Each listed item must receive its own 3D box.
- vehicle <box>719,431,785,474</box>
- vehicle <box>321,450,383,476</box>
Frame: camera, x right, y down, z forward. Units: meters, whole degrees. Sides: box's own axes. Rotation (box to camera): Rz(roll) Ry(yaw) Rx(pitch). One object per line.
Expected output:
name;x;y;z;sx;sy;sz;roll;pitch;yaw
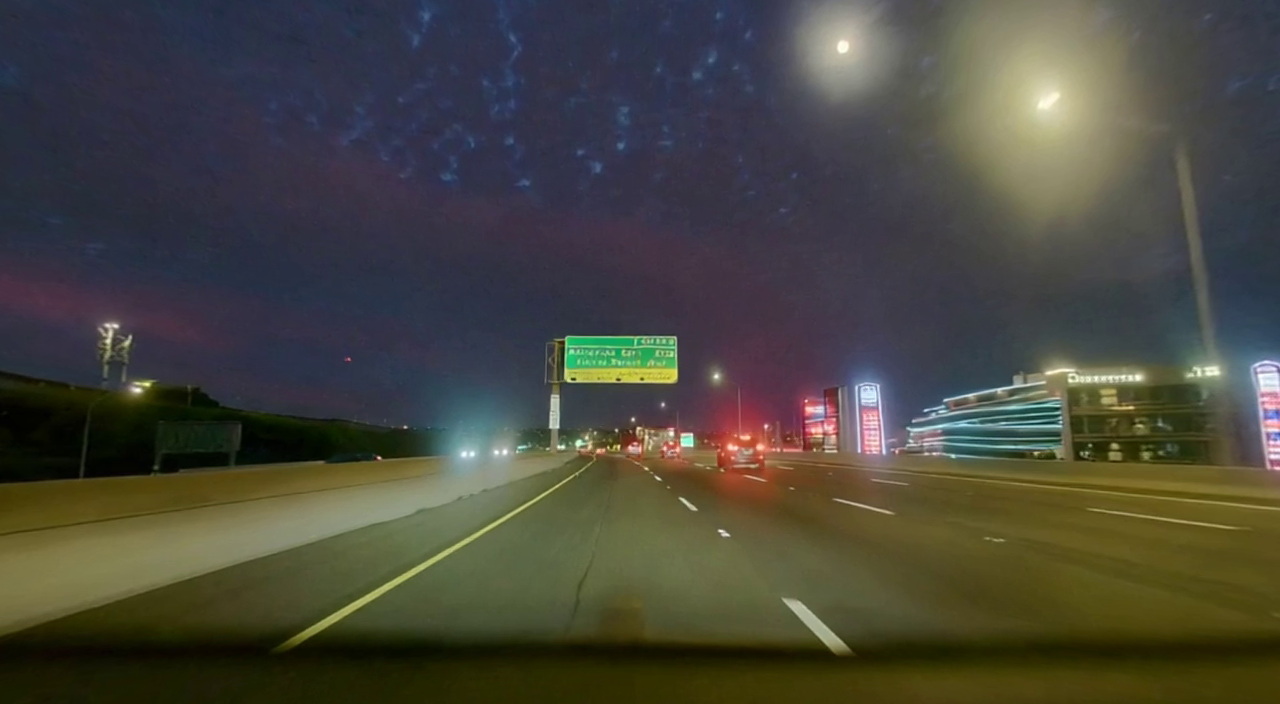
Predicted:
vehicle;5.488;5.027;31.780;2.181;1.952;4.973;0;-9;-3
vehicle;-18.208;7.005;40.185;1.893;1.517;4.889;0;-9;-3
